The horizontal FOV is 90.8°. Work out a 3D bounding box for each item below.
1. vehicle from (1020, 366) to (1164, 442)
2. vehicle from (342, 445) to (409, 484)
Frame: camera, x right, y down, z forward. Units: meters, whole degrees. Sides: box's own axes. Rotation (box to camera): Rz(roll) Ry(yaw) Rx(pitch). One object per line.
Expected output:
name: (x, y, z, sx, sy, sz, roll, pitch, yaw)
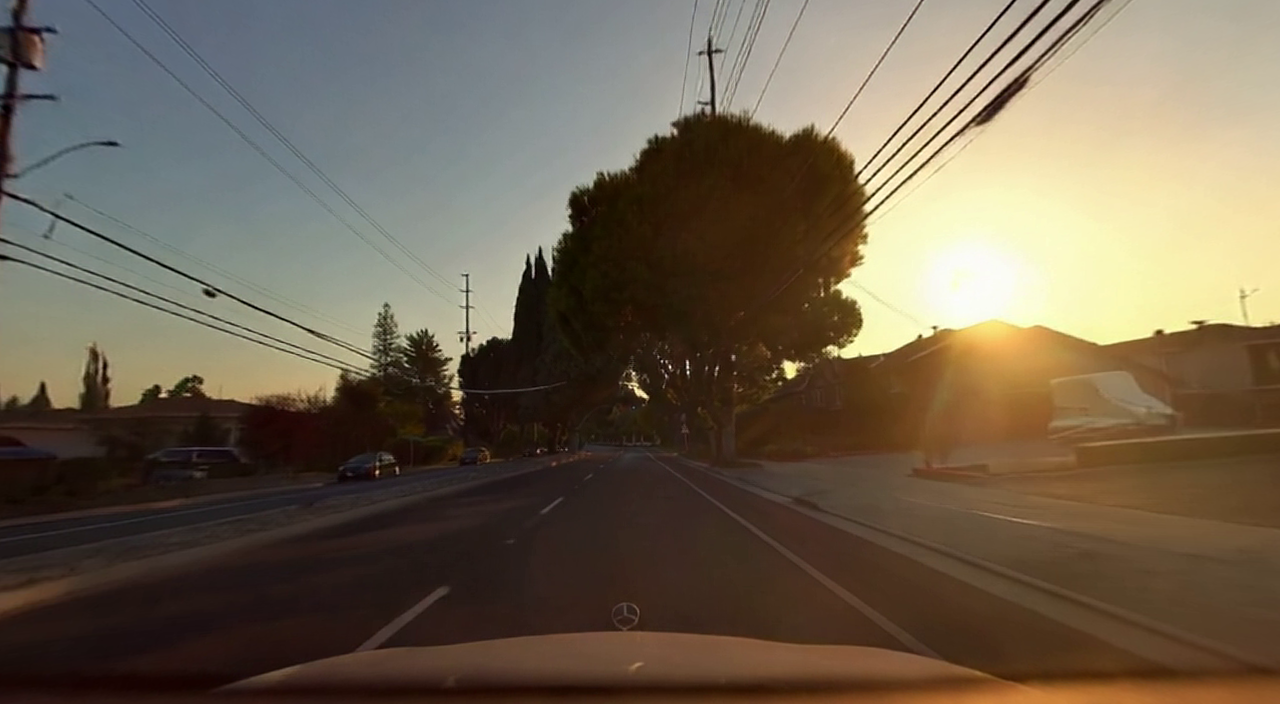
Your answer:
vehicle: (23.712, 2.813, 33.621, 2.696, 3.581, 5.969, -2, -6, -5)
vehicle: (-16.073, 6.803, 38.699, 2.071, 1.883, 4.915, -7, -7, -3)
